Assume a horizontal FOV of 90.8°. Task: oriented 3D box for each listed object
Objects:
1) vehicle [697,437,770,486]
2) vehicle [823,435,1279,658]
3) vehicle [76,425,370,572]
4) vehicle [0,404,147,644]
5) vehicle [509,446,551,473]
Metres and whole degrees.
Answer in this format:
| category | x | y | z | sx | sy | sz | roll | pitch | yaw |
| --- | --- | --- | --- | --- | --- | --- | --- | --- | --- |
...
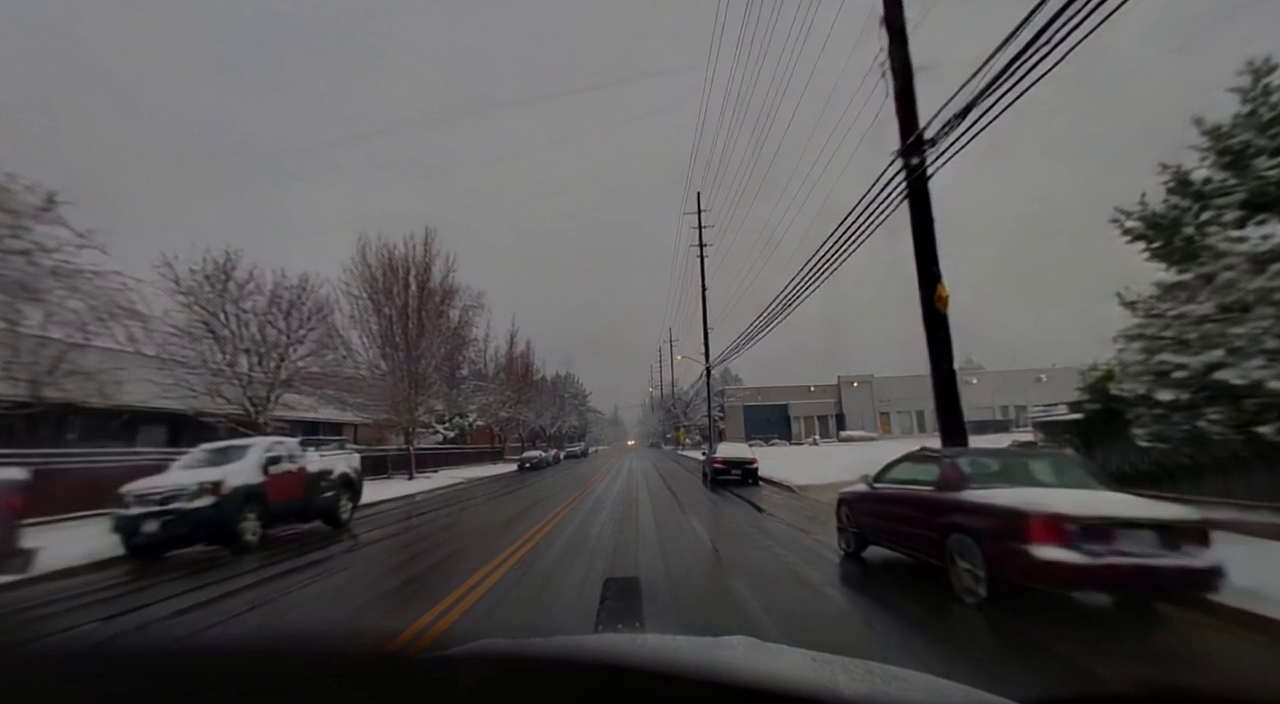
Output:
| category | x | y | z | sx | sy | sz | roll | pitch | yaw |
| --- | --- | --- | --- | --- | --- | --- | --- | --- | --- |
| vehicle | 3.112 | 3.740 | 21.905 | 1.843 | 1.495 | 3.930 | 0 | -8 | -1 |
| vehicle | 3.422 | 1.543 | 6.218 | 1.802 | 1.382 | 4.300 | 0 | -8 | -2 |
| vehicle | -6.628 | 2.316 | 10.890 | 2.059 | 1.831 | 4.590 | -3 | -8 | -1 |
| vehicle | -6.274 | 1.238 | 3.735 | 2.382 | 1.869 | 5.476 | -4 | -9 | -1 |
| vehicle | -6.733 | 6.631 | 39.115 | 1.815 | 1.402 | 4.559 | -4 | -8 | -1 |
